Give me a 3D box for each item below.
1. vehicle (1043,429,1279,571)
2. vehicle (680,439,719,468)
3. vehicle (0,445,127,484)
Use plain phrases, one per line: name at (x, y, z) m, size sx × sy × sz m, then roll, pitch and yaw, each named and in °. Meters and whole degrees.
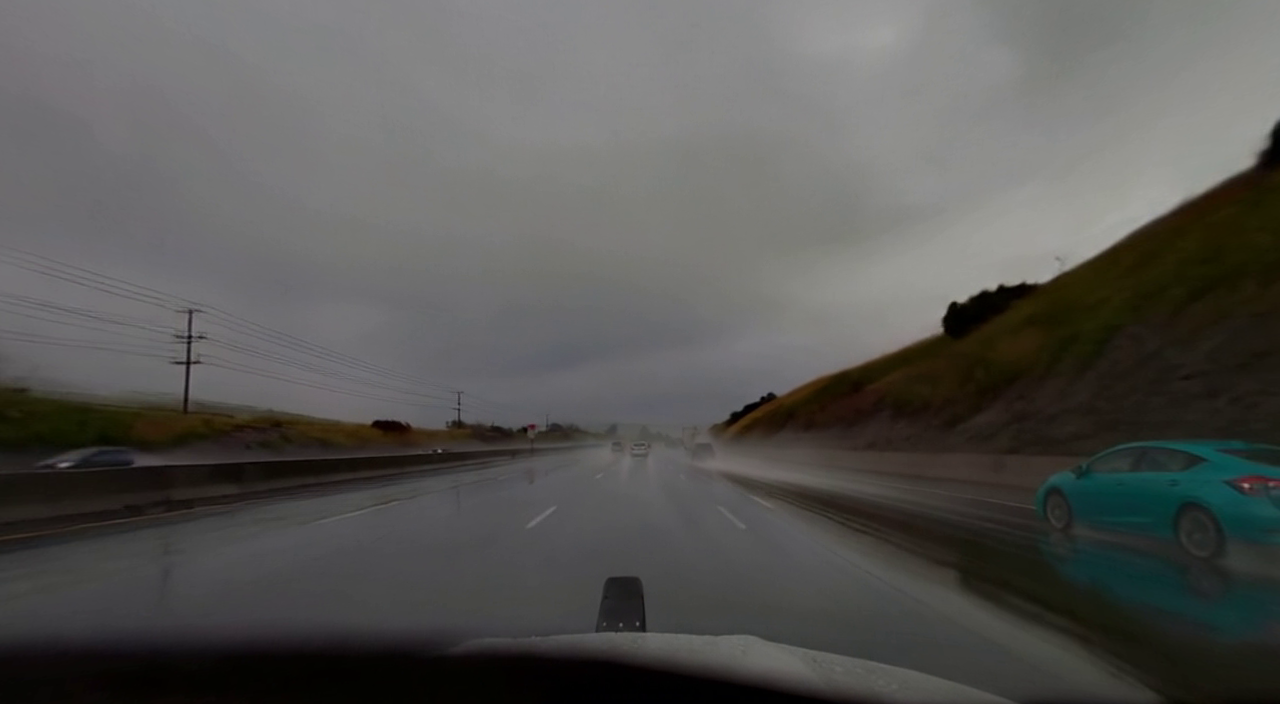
vehicle at (8.052, 1.881, 8.578) m, size 1.970 × 1.545 × 4.818 m, roll 0°, pitch -8°, yaw 0°
vehicle at (3.826, 6.596, 41.189) m, size 2.159 × 1.782 × 4.673 m, roll 0°, pitch -8°, yaw 0°
vehicle at (-23.609, 4.578, 25.941) m, size 1.655 × 1.474 × 3.715 m, roll 0°, pitch -8°, yaw 2°
